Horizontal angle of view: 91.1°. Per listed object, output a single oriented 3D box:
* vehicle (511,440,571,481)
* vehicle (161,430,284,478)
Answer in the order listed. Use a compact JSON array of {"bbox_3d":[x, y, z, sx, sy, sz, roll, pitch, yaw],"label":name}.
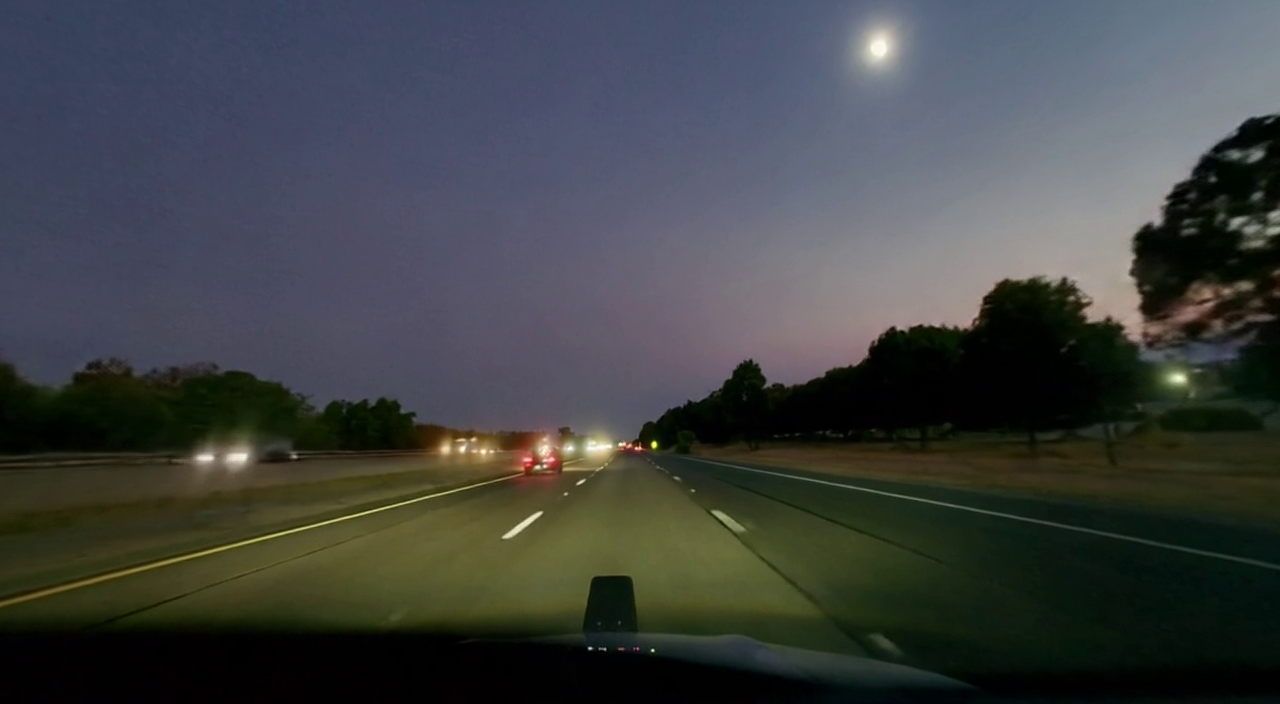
[{"bbox_3d":[-4.495,5.005,29.325,2.111,1.717,4.426,0,-9,-1],"label":"vehicle"},{"bbox_3d":[-17.408,4.293,26.556,1.952,1.807,4.846,0,-9,-2],"label":"vehicle"}]
